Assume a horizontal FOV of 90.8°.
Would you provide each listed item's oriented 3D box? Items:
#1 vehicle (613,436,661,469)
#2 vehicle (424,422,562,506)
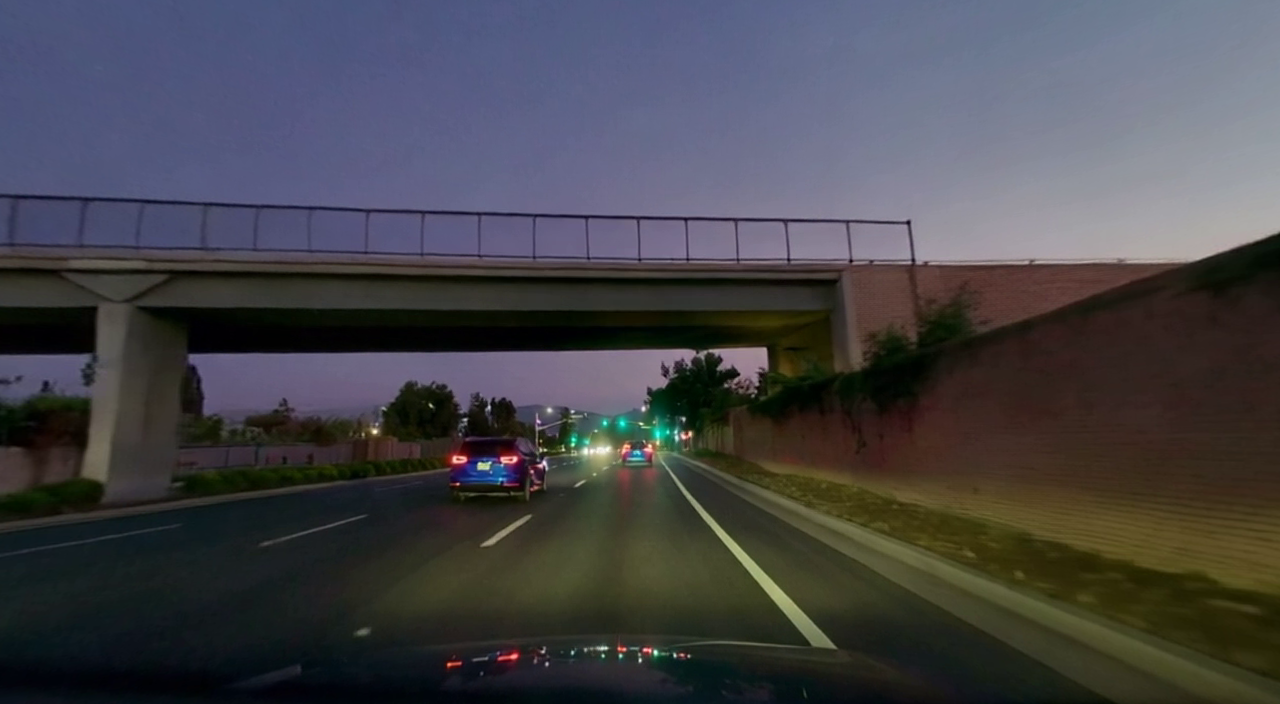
[{"bbox_3d":[-0.142,4.955,31.257,2.205,1.509,4.272,0,-8,-1],"label":"vehicle"},{"bbox_3d":[-3.432,2.729,15.847,2.223,1.771,4.581,0,-8,2],"label":"vehicle"}]
